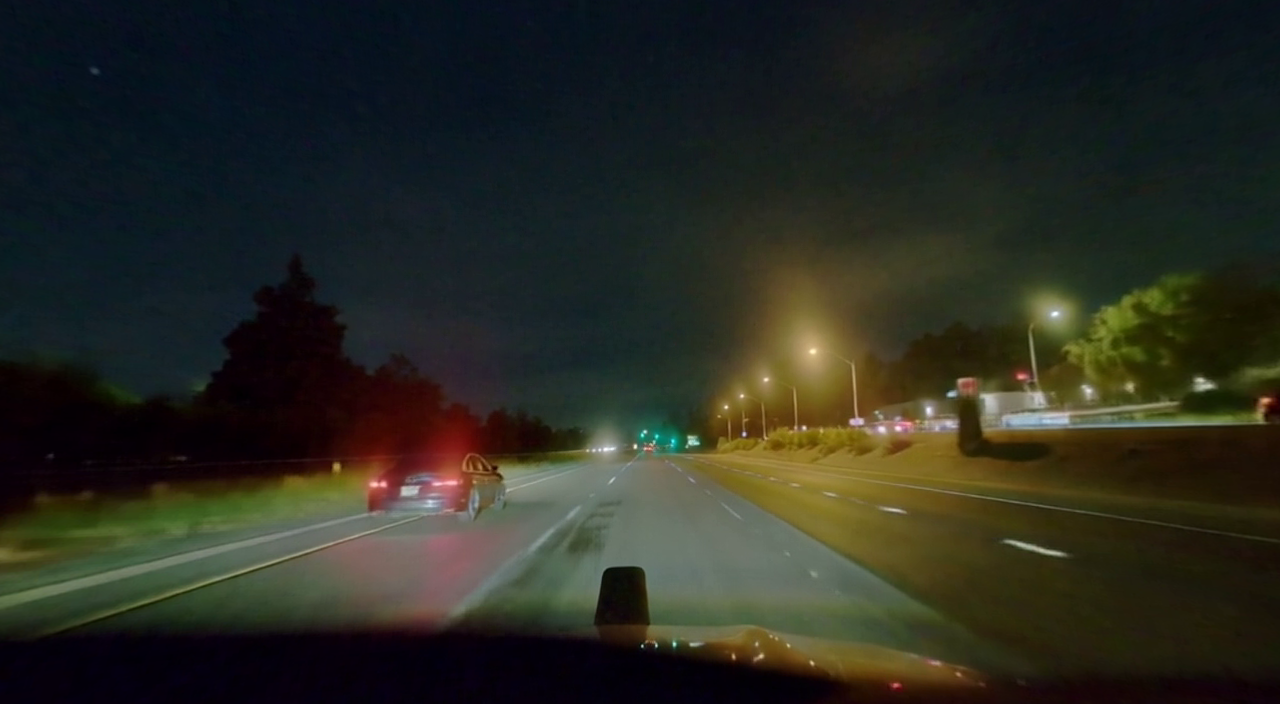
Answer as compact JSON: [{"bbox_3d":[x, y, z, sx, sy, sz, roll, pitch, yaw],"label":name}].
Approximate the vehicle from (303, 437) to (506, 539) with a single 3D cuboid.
[{"bbox_3d":[-4.049,2.397,11.816,2.021,1.526,4.385,0,-8,1],"label":"vehicle"}]
